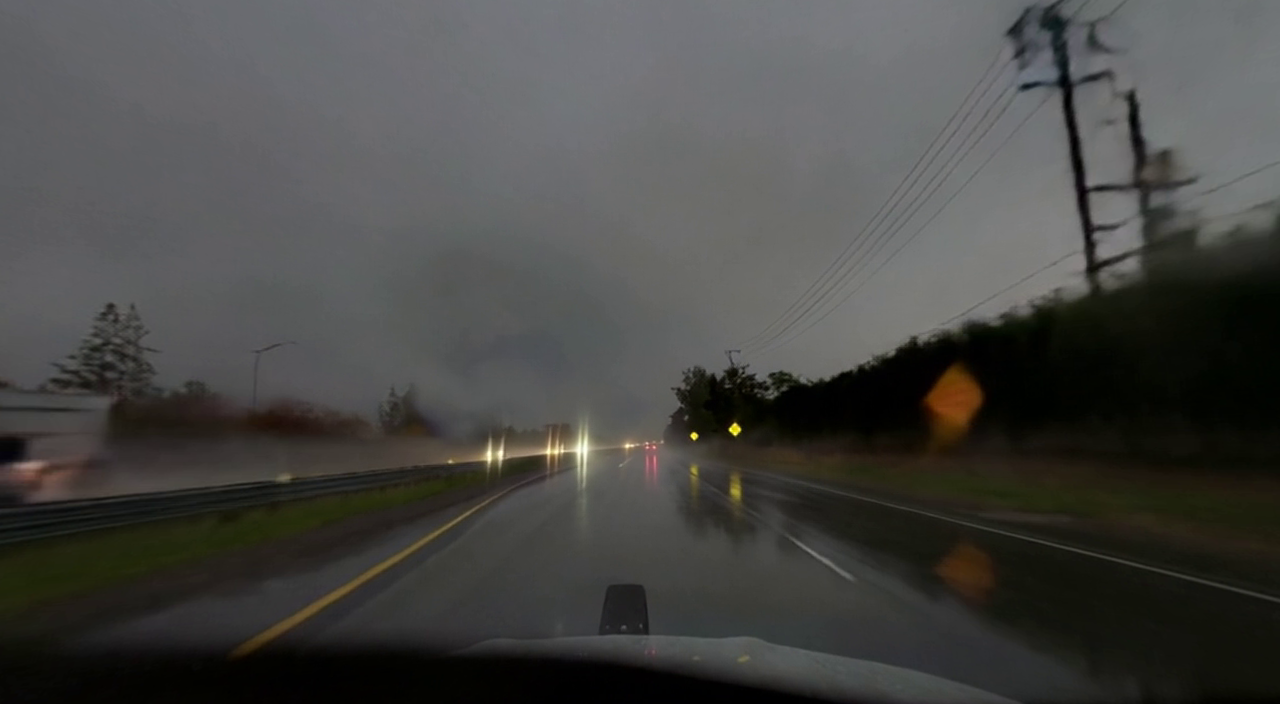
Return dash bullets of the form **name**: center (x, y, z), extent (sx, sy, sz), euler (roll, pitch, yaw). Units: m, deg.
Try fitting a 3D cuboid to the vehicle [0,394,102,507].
- **vehicle**: center (-20.974, 2.812, 17.941), extent (2.949, 3.403, 9.367), euler (0, -8, 0)
